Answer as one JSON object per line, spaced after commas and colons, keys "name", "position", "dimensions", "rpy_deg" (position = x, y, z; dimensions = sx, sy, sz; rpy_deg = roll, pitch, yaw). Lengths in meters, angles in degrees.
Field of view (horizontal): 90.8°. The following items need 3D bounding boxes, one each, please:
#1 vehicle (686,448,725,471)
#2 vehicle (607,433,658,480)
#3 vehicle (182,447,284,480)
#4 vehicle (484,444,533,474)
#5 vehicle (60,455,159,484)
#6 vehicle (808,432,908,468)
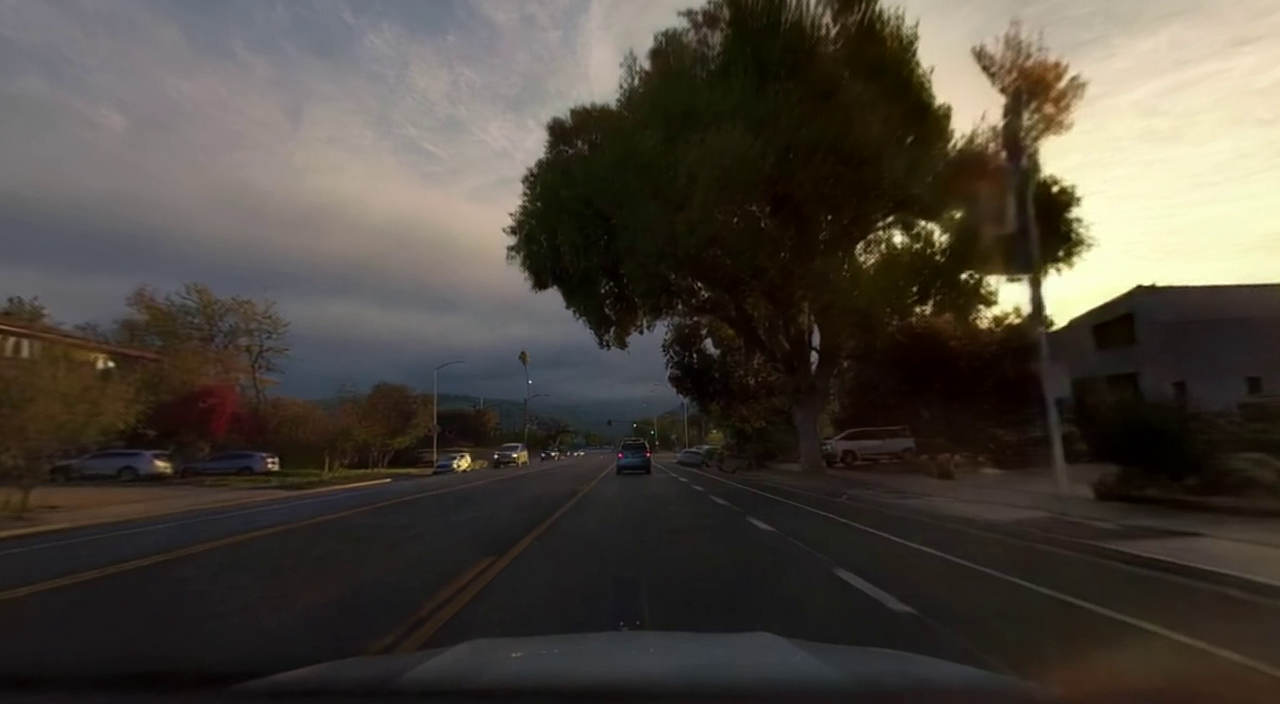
{"name": "vehicle", "position": [4.432, 7.328, 43.354], "dimensions": [1.963, 1.469, 4.709], "rpy_deg": [0, -8, -2]}
{"name": "vehicle", "position": [-0.358, 4.746, 29.009], "dimensions": [2.153, 1.942, 4.767], "rpy_deg": [0, -8, -1]}
{"name": "vehicle", "position": [-21.243, 5.810, 33.110], "dimensions": [4.020, 1.635, 1.875], "rpy_deg": [0, -8, 2]}
{"name": "vehicle", "position": [-8.398, 6.857, 40.720], "dimensions": [2.114, 1.811, 4.949], "rpy_deg": [0, -8, -1]}
{"name": "vehicle", "position": [-27.258, 6.023, 32.523], "dimensions": [3.522, 1.372, 1.652], "rpy_deg": [0, -9, -2]}
{"name": "vehicle", "position": [12.405, 5.596, 36.176], "dimensions": [4.870, 1.926, 2.094], "rpy_deg": [0, -8, -1]}
